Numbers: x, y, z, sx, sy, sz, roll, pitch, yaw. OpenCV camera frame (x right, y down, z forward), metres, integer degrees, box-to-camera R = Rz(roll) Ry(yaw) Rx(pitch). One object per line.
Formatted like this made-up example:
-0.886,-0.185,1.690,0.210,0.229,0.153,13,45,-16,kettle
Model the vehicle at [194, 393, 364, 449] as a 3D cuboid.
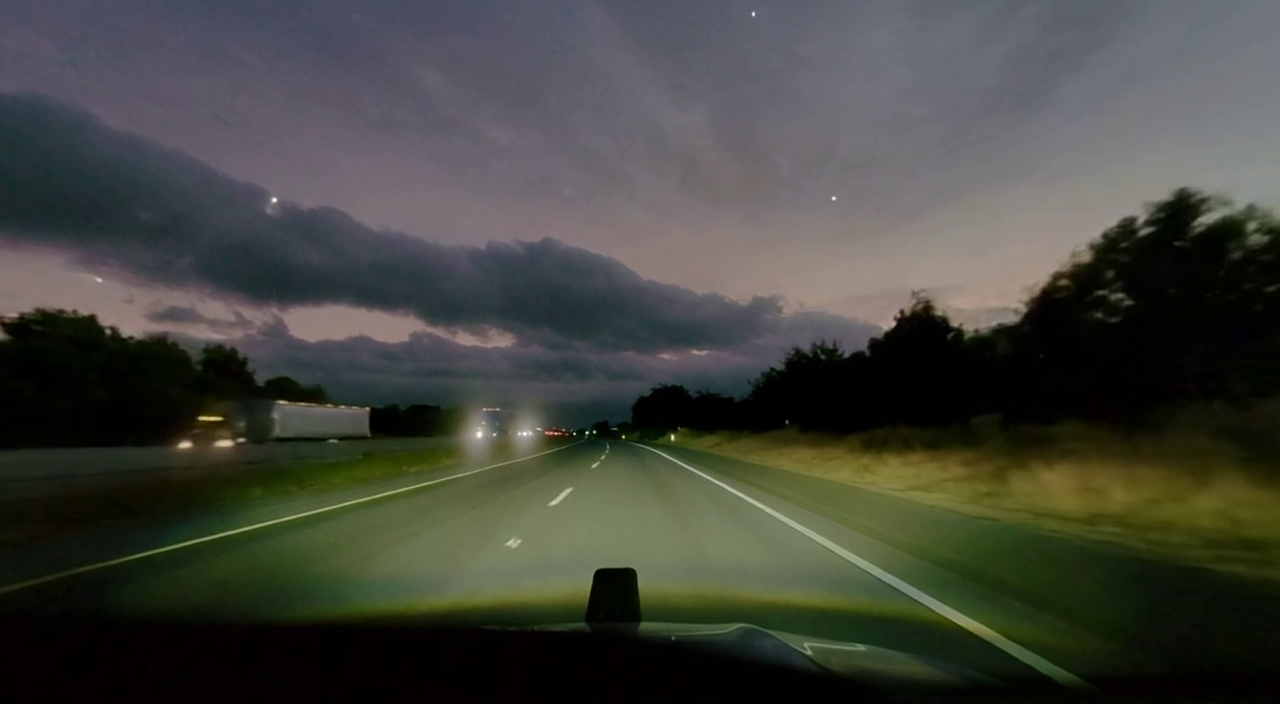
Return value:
-17.510,3.558,31.560,3.237,2.392,9.149,0,-8,-1,vehicle
